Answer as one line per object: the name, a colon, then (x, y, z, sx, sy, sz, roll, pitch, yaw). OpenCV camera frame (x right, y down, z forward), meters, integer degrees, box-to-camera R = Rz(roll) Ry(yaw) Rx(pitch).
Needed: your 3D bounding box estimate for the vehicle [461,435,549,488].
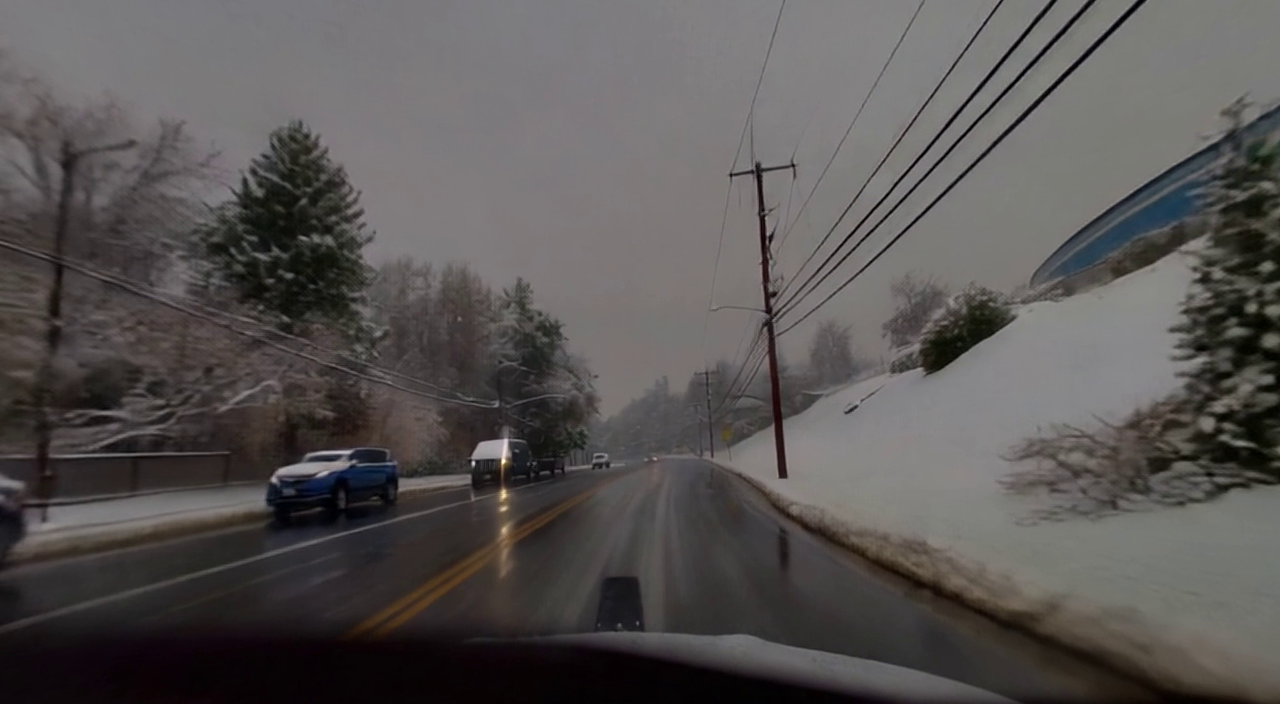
vehicle: (-6.003, 4.951, 28.809, 2.295, 1.989, 5.055, -6, -10, 6)

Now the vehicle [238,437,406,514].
vehicle: (-7.419, 3.006, 15.290, 1.927, 1.542, 3.886, -2, -12, 2)

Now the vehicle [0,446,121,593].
vehicle: (-7.657, 1.560, 5.855, 1.840, 1.523, 4.333, 2, -11, 2)
